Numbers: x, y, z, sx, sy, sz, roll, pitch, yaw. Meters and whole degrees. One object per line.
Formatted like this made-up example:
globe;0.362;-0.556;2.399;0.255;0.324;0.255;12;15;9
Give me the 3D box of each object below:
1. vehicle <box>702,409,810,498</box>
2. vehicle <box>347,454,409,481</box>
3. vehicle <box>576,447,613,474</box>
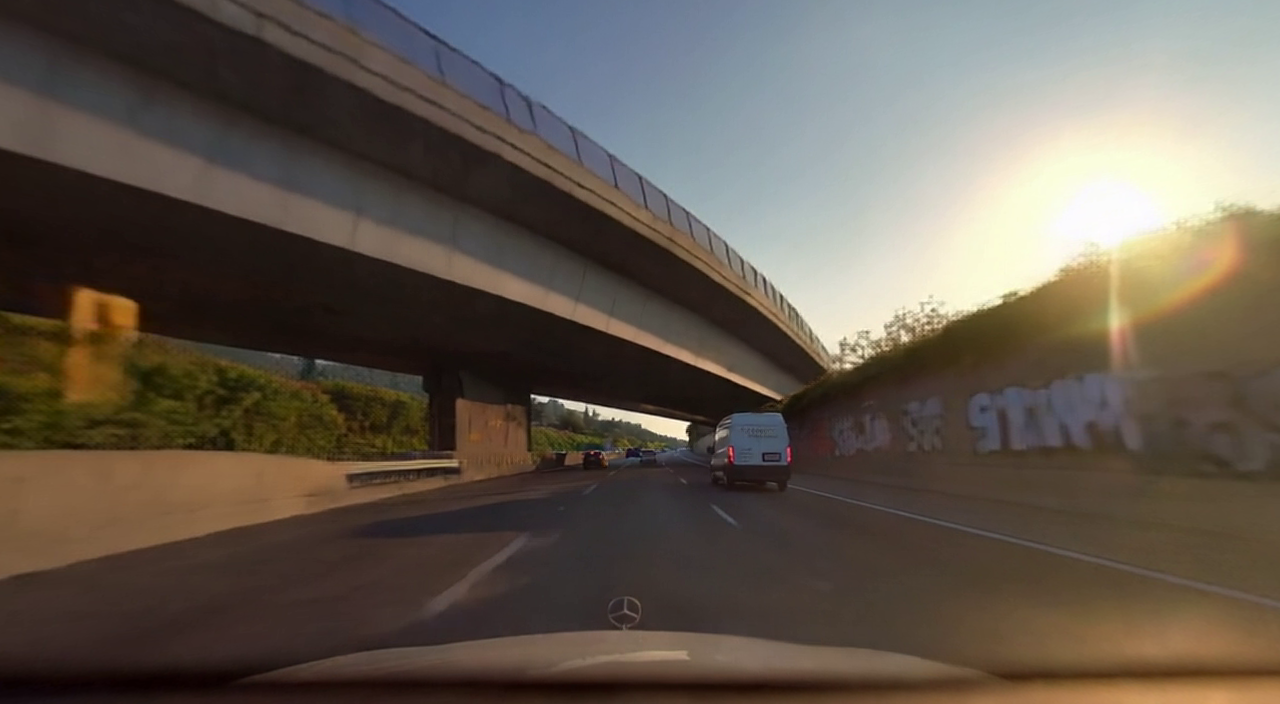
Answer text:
vehicle;3.673;3.417;21.320;2.469;2.591;5.653;0;-9;-1
vehicle;-15.638;6.900;37.846;1.795;1.502;4.437;0;-9;0
vehicle;-2.854;6.978;40.636;1.964;1.618;4.489;0;-9;1
